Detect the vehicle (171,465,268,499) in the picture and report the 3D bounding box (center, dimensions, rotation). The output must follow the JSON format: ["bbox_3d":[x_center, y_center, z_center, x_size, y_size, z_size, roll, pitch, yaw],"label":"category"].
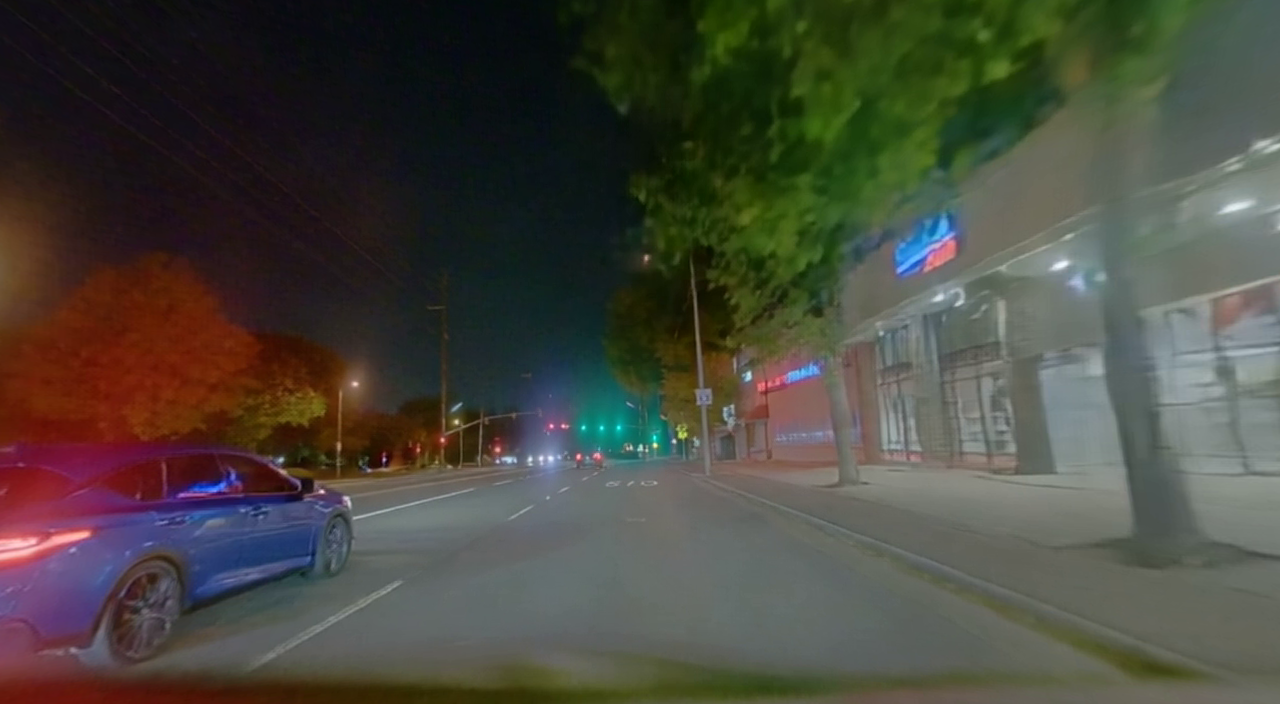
[{"bbox_3d":[-22.550,6.941,34.142,2.127,1.538,4.558,0,-8,0],"label":"vehicle"}]

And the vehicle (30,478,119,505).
[{"bbox_3d":[-39.341,9.706,44.104,1.992,1.453,4.696,0,-8,-2],"label":"vehicle"}]
